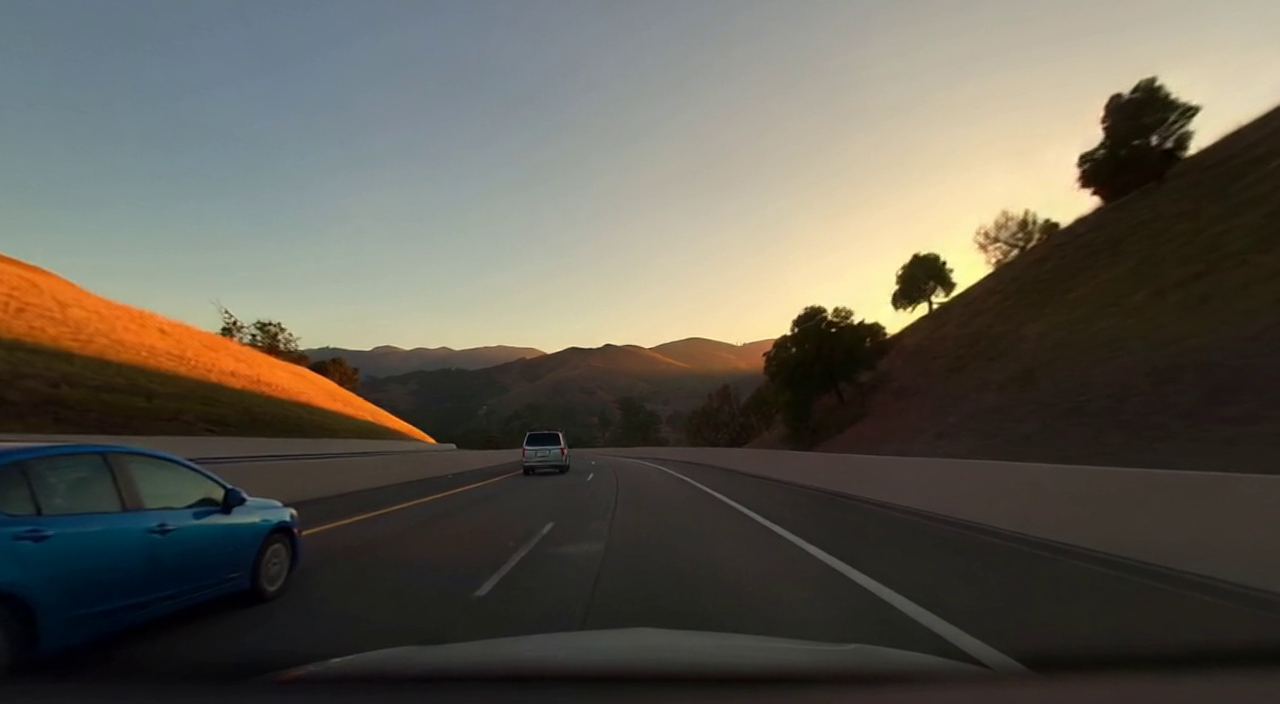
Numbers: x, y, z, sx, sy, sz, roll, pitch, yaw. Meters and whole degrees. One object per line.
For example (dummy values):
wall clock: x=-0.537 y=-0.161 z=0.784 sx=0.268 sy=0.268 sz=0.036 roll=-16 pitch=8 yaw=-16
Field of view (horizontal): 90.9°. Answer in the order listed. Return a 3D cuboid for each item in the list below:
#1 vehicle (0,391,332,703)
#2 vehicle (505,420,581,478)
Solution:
vehicle: x=-4.133 y=1.067 z=3.850 sx=2.097 sy=1.511 sz=4.585 roll=0 pitch=-8 yaw=1
vehicle: x=-3.977 y=4.147 z=27.014 sx=2.444 sy=2.204 sz=5.568 roll=0 pitch=-8 yaw=-1
